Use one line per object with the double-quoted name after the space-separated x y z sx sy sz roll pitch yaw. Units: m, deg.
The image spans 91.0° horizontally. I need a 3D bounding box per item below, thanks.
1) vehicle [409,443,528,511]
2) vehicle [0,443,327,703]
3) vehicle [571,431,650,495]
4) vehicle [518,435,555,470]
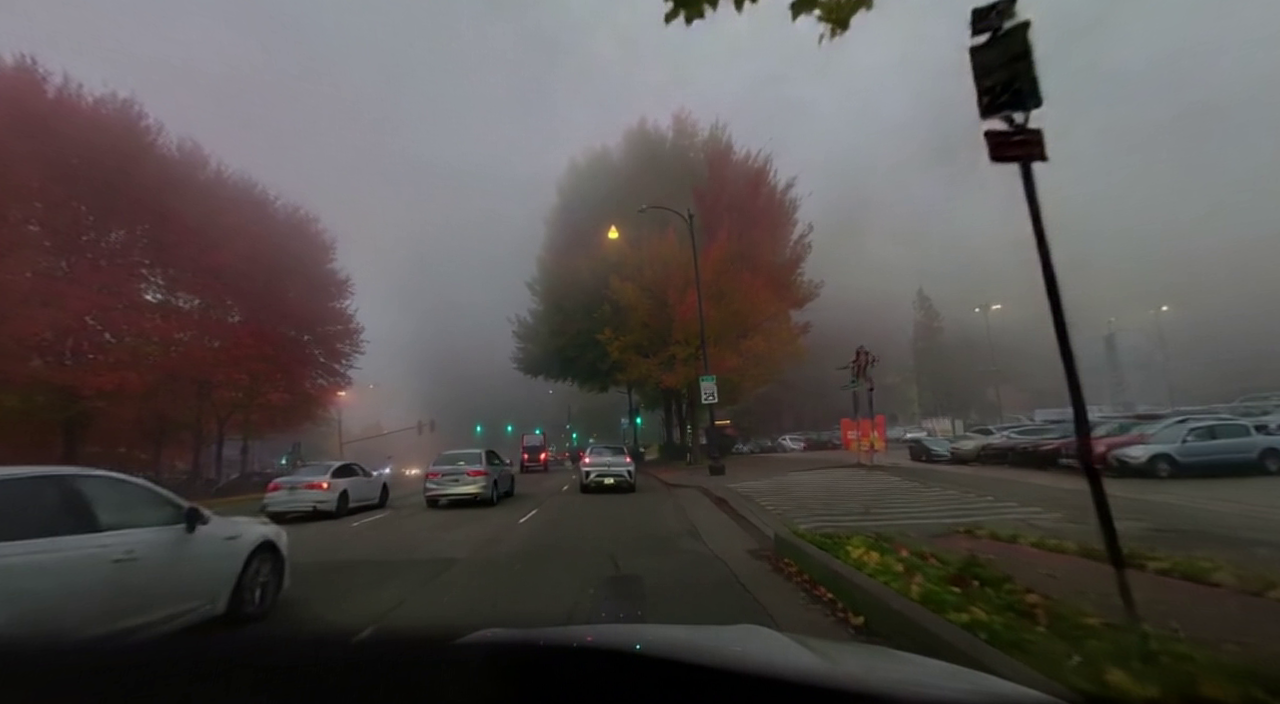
-4.383 3.256 16.949 1.974 1.549 4.603 1 -9 -1 "vehicle"
-4.180 1.273 3.549 2.090 1.506 5.326 1 -9 0 "vehicle"
-0.943 3.344 19.248 2.144 1.704 4.028 1 -9 -4 "vehicle"
-6.377 6.210 39.026 2.082 2.018 4.308 2 -9 -8 "vehicle"
